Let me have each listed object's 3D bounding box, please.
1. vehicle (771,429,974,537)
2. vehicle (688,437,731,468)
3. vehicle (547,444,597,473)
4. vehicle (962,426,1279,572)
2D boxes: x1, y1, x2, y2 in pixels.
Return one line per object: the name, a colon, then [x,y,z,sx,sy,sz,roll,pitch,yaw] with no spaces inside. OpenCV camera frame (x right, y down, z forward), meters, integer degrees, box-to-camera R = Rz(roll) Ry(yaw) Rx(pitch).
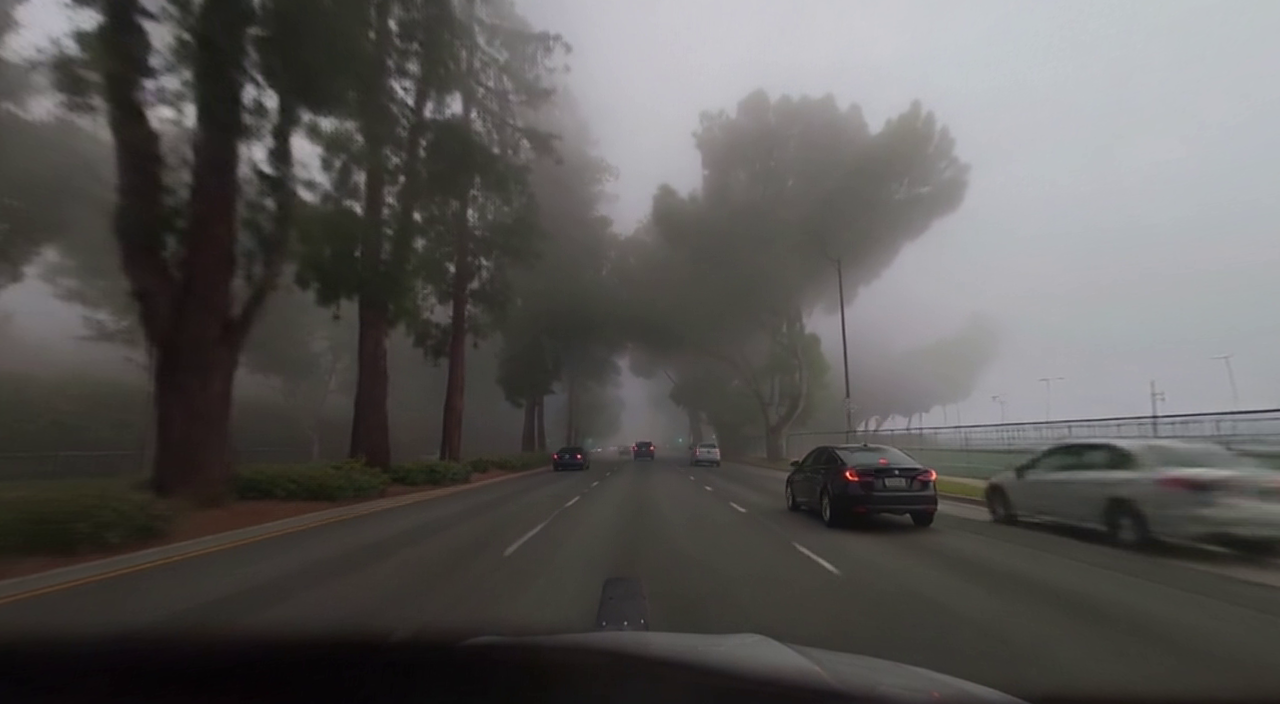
vehicle: [3.716,2.150,11.019,1.919,1.502,4.232,0,-8,0]
vehicle: [3.924,5.783,36.487,1.980,1.709,4.367,0,-8,0]
vehicle: [-3.299,5.227,31.199,2.013,1.354,3.908,0,-8,1]
vehicle: [6.830,1.878,8.959,2.040,1.509,4.618,0,-8,0]
